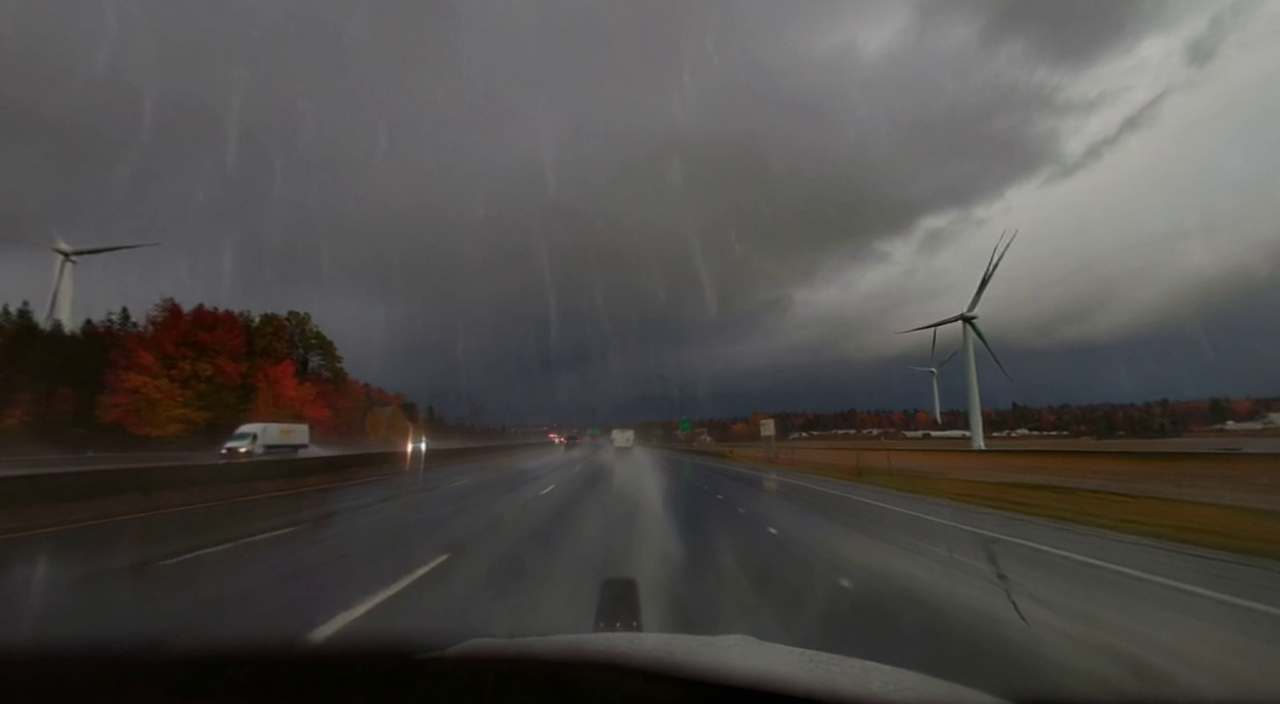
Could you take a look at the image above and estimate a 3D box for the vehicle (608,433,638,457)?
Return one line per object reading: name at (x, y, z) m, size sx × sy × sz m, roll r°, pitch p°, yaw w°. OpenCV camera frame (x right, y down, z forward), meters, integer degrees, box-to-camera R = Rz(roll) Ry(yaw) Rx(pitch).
vehicle at (-1.325, 7.284, 49.383) m, size 2.213 × 1.774 × 4.563 m, roll 0°, pitch -8°, yaw -1°
